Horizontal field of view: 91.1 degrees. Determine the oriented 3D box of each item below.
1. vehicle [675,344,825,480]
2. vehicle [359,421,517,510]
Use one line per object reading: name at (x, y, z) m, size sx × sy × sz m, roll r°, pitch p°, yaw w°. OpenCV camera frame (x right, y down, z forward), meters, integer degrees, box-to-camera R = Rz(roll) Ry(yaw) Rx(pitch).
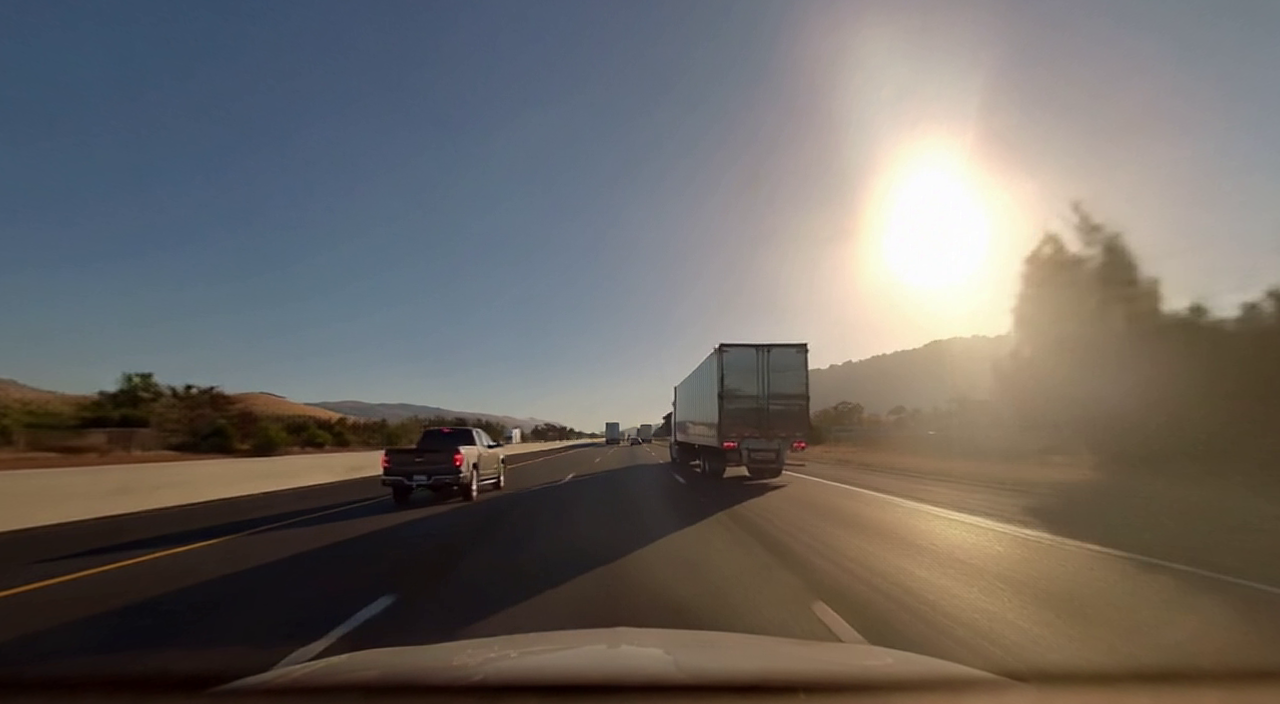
vehicle at (3.841, 3.007, 28.054) m, size 3.144 × 4.168 × 17.594 m, roll 0°, pitch -8°, yaw -1°
vehicle at (-4.083, 2.344, 13.539) m, size 2.044 × 1.604 × 4.144 m, roll 0°, pitch -8°, yaw -1°
